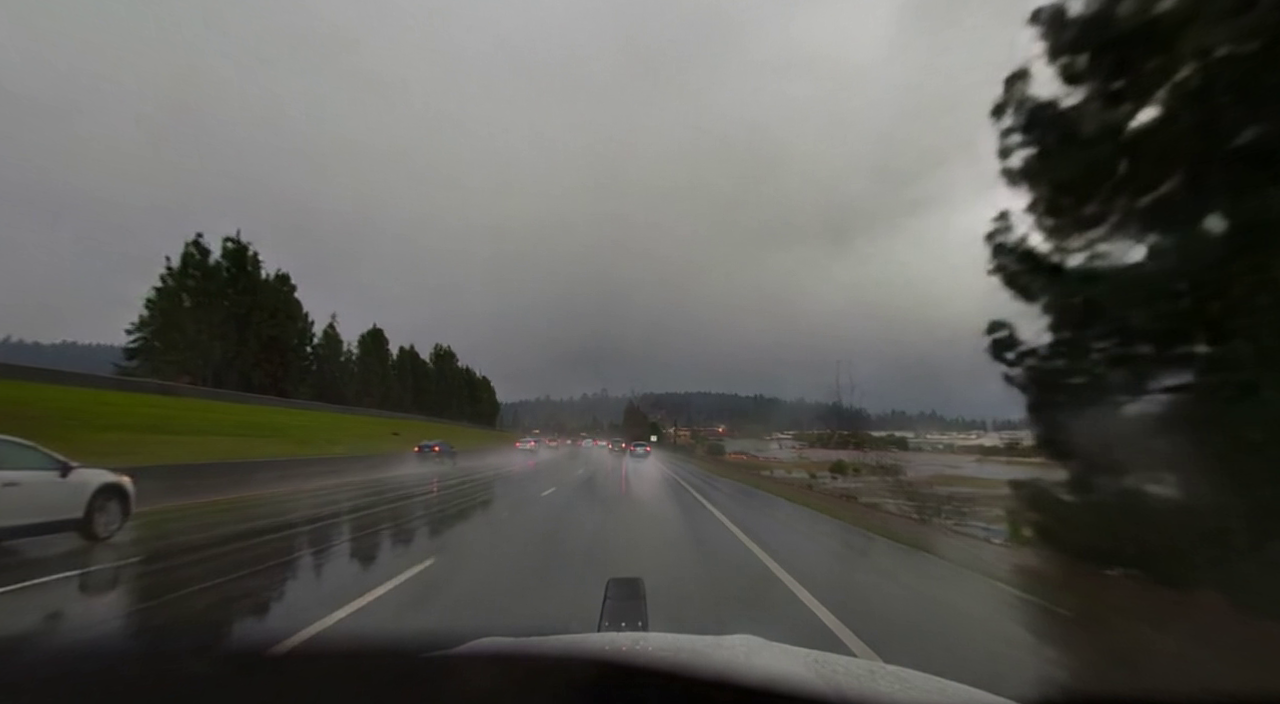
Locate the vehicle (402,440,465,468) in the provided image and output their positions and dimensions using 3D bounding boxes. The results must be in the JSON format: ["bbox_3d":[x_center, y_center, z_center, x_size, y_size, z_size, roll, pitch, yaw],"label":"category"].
[{"bbox_3d":[-11.929,5.917,36.612,2.056,1.489,4.852,0,-8,0],"label":"vehicle"}]

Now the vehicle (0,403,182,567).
[{"bbox_3d":[-7.889,1.408,6.663,2.238,1.712,5.000,0,-8,1],"label":"vehicle"}]

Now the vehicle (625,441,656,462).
[{"bbox_3d":[-0.035,7.152,45.208,2.060,1.465,3.974,0,-8,-2],"label":"vehicle"}]
